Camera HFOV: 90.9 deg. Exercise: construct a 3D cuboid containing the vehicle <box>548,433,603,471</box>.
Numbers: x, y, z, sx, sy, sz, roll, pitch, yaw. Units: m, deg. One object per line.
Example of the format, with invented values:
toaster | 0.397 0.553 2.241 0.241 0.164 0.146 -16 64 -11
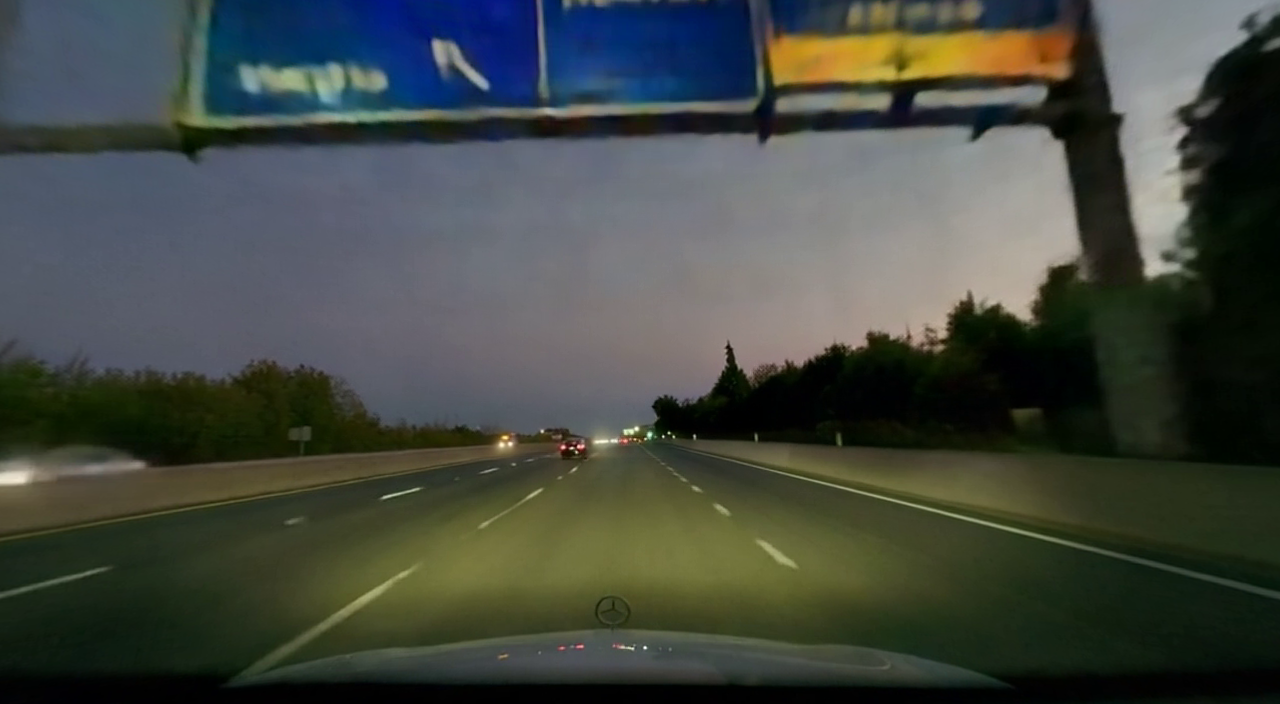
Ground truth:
vehicle | -2.692 4.249 27.192 2.000 1.491 3.913 0 -7 0
